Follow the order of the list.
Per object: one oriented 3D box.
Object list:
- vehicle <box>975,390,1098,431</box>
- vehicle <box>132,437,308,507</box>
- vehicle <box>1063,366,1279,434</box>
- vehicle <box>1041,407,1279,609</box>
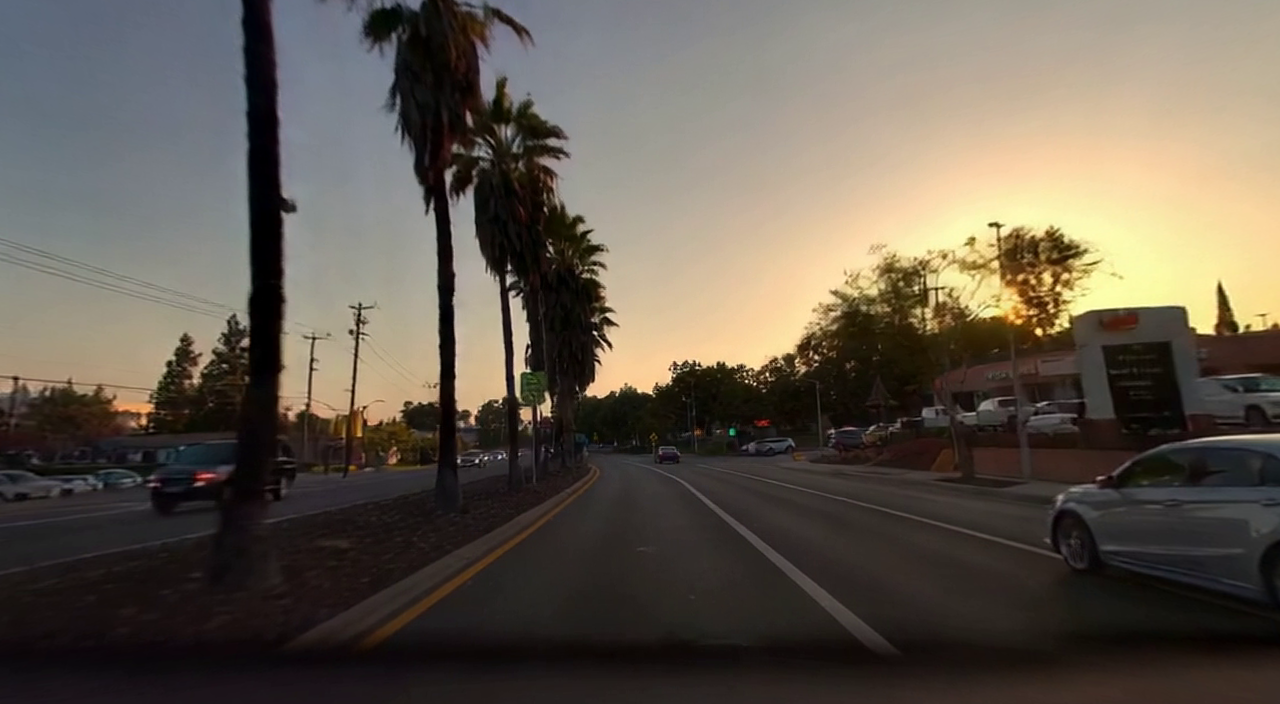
[{"bbox_3d":[18.092,2.692,28.929,4.237,1.573,2.011,-3,-6,-1],"label":"vehicle"},{"bbox_3d":[-12.932,3.687,19.953,2.210,1.889,4.934,0,-8,-1],"label":"vehicle"},{"bbox_3d":[18.105,1.673,21.335,5.817,1.906,2.230,-1,-11,0],"label":"vehicle"},{"bbox_3d":[6.426,1.436,6.170,2.124,1.687,4.266,0,-8,-1],"label":"vehicle"}]
